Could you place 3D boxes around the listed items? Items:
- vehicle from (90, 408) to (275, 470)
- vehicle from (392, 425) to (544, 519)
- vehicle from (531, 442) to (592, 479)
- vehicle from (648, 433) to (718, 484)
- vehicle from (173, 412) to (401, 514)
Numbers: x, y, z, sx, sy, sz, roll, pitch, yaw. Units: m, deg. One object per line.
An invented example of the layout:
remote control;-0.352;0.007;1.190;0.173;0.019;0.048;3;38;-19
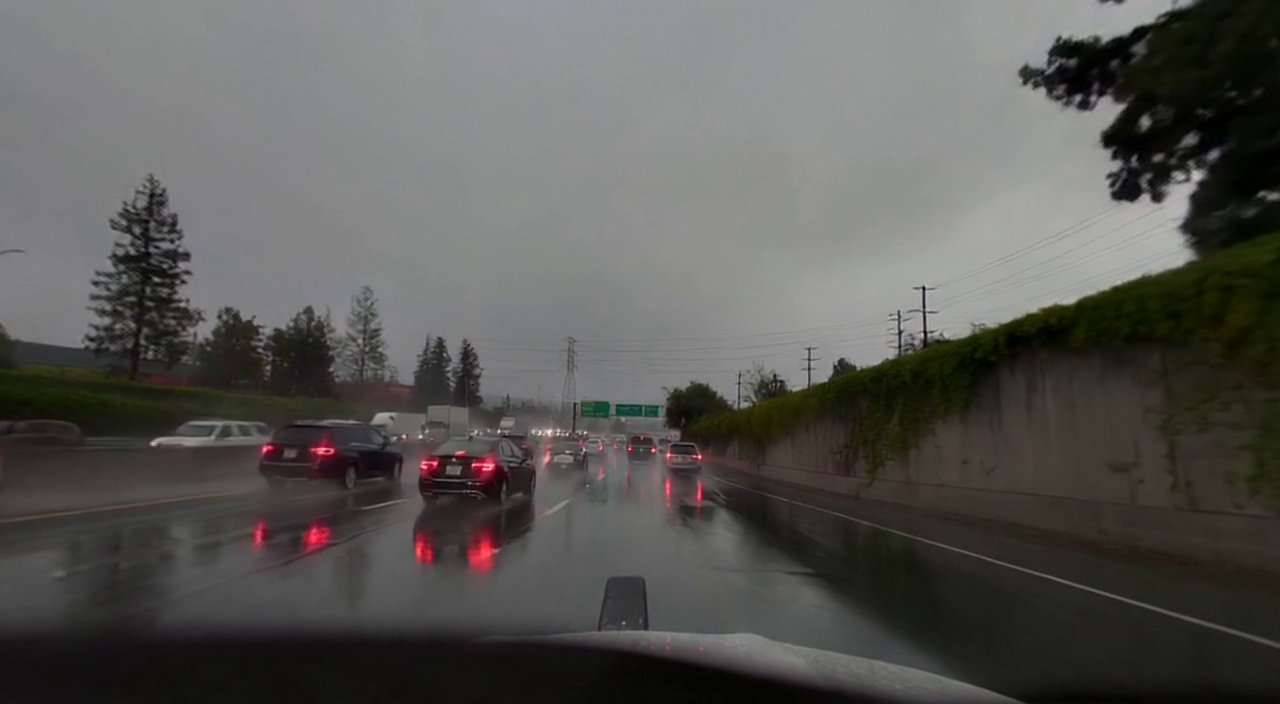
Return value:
vehicle;-16.059;3.184;22.733;2.235;1.923;5.808;0;-9;1
vehicle;-3.556;2.574;14.040;2.026;1.719;4.490;0;-9;1
vehicle;-3.437;4.894;28.637;2.049;1.530;4.707;0;-9;1
vehicle;1.887;5.013;29.992;2.793;2.132;5.682;1;-9;-1
vehicle;-7.275;2.360;13.772;2.222;1.825;4.640;0;-9;0
